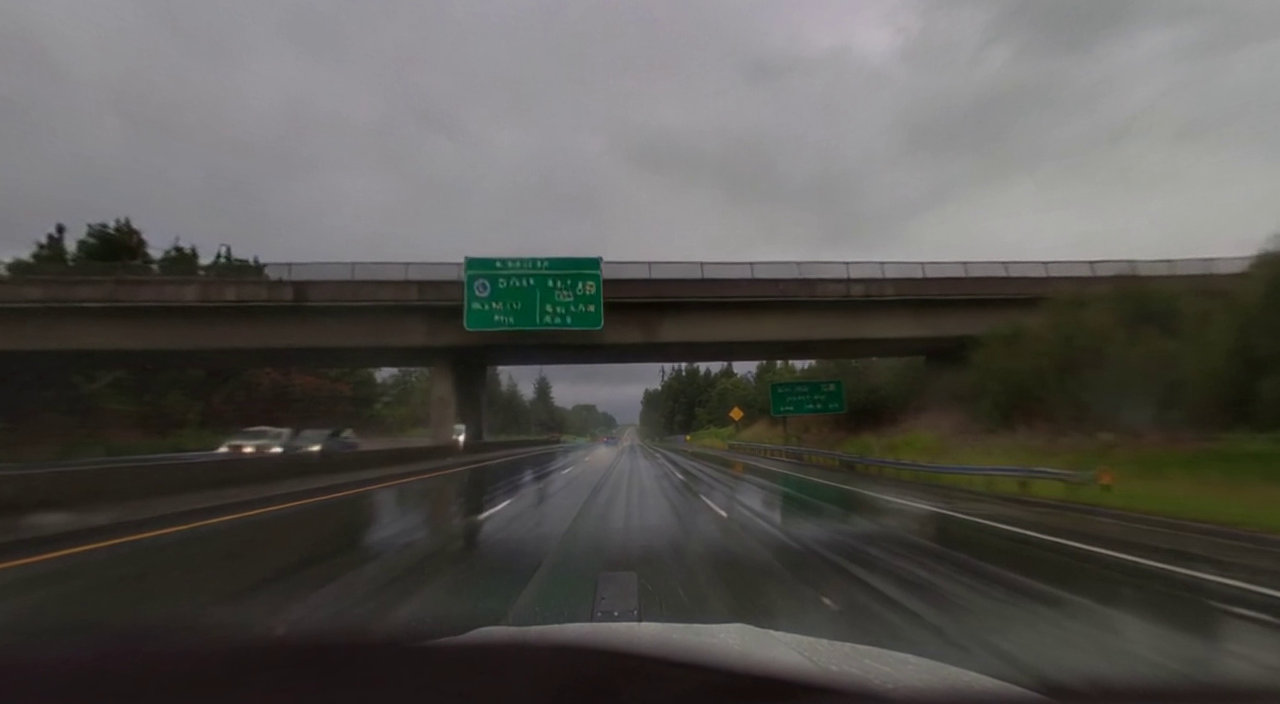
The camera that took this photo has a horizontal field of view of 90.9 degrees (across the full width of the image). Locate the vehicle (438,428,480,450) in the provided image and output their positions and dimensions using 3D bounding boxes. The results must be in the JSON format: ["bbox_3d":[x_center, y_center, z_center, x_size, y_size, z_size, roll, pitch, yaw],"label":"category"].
[{"bbox_3d":[-13.611,6.566,47.628,1.869,1.601,4.415,0,-8,-1],"label":"vehicle"}]

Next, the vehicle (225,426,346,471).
[{"bbox_3d":[-13.304,3.643,24.046,2.053,1.538,4.491,0,-8,-1],"label":"vehicle"}]
